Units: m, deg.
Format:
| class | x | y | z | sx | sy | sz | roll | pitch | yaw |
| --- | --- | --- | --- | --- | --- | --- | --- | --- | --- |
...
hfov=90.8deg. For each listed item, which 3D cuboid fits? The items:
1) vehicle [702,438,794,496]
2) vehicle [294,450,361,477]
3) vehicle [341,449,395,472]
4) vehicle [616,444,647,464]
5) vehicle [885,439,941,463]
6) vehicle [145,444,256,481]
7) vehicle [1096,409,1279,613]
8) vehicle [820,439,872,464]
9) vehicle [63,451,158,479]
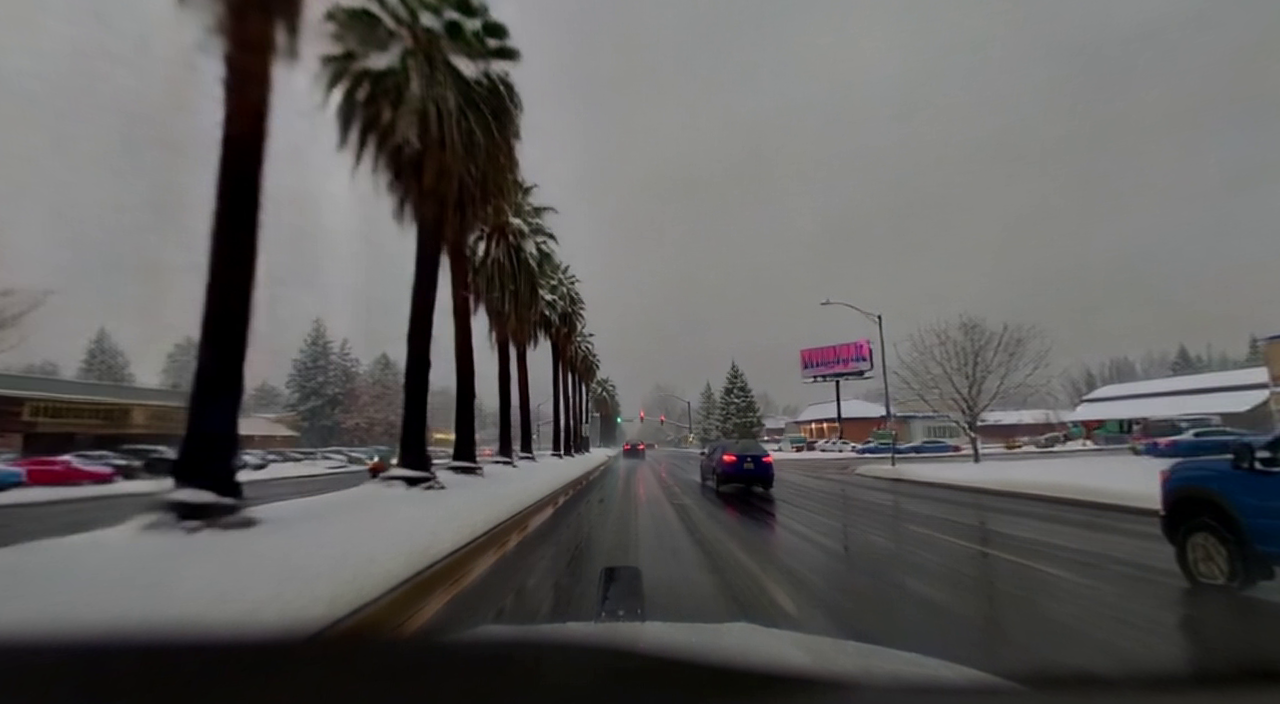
| class | x | y | z | sx | sy | sz | roll | pitch | yaw |
| --- | --- | --- | --- | --- | --- | --- | --- | --- | --- |
| vehicle | 3.115 | 3.400 | 19.130 | 1.889 | 1.541 | 4.303 | 0 | -8 | -2 |
| vehicle | -19.500 | 6.943 | 39.678 | 1.983 | 1.492 | 4.904 | -1 | -8 | -3 |
| vehicle | -19.545 | 7.804 | 45.646 | 1.840 | 1.524 | 4.923 | 0 | -8 | -2 |
| vehicle | -0.683 | 7.853 | 48.621 | 2.258 | 1.468 | 4.076 | 0 | -8 | -2 |
| vehicle | 20.542 | 7.459 | 47.766 | 1.925 | 1.724 | 4.458 | 1 | -9 | -4 |
| vehicle | -24.329 | 6.112 | 35.372 | 2.112 | 1.821 | 5.960 | -1 | -8 | -2 |
| vehicle | 6.169 | 1.147 | 4.220 | 2.140 | 1.606 | 5.437 | 0 | -9 | -1 |
| vehicle | 15.367 | 7.478 | 47.473 | 2.067 | 1.772 | 4.910 | 0 | -9 | -2 |
| vehicle | -31.962 | 6.805 | 38.251 | 4.210 | 1.549 | 1.855 | 7 | -11 | -40 |
